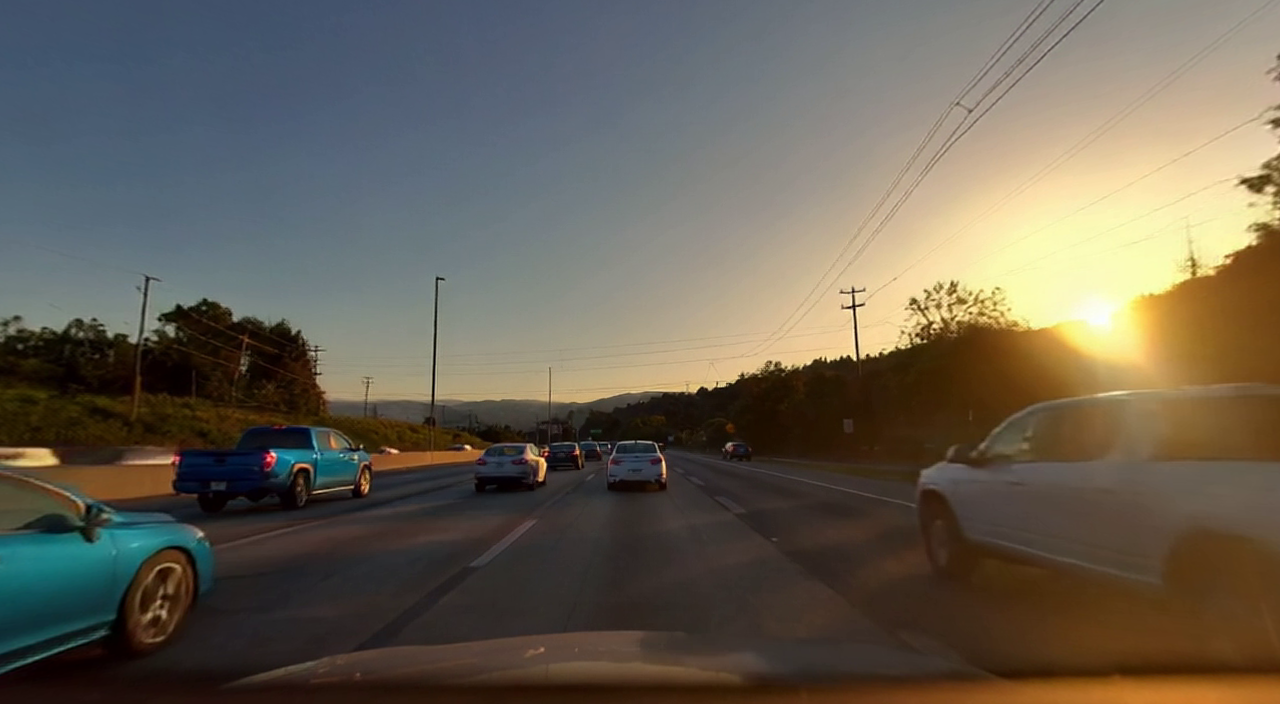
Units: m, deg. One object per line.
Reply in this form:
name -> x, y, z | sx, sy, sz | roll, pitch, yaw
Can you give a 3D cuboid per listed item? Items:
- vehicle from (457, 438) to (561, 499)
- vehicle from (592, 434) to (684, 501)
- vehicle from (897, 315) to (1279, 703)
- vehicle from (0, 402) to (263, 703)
vehicle -> -3.422, 3.114, 17.338 | 1.899, 1.437, 4.131 | 0, -8, 1
vehicle -> -0.077, 2.978, 16.766 | 2.102, 1.499, 4.439 | 0, -8, -1
vehicle -> 3.697, 0.902, 3.646 | 2.113, 1.800, 5.376 | 0, -8, -1
vehicle -> -3.799, 0.903, 2.312 | 1.955, 1.481, 4.604 | 0, -8, 1
